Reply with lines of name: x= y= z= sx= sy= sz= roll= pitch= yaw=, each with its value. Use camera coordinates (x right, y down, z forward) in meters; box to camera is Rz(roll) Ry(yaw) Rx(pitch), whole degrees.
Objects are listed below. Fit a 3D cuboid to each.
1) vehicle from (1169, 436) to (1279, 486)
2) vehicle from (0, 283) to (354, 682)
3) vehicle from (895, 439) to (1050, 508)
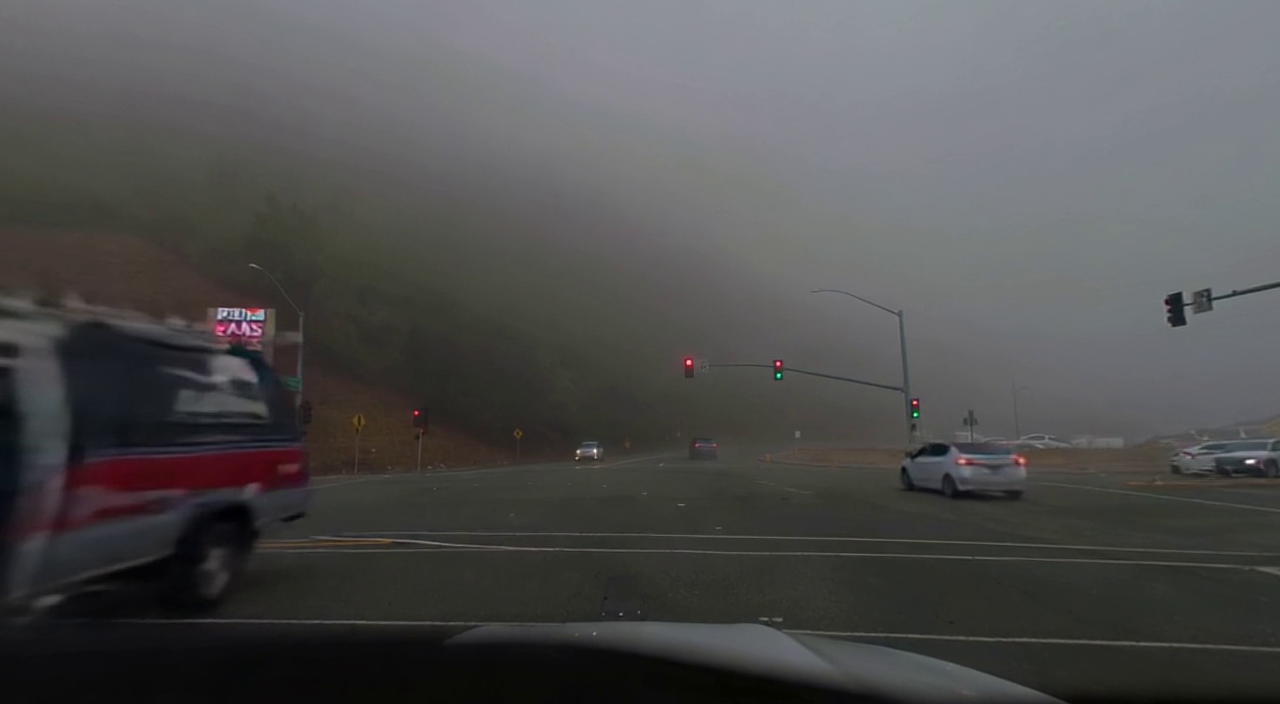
vehicle: x=25.064 y=4.466 z=26.042 sx=4.546 sy=1.944 sz=2.051 roll=1 pitch=-9 yaw=-5
vehicle: x=-4.927 y=0.984 z=5.146 sx=2.318 sy=2.325 sz=5.910 roll=0 pitch=-8 yaw=0
vehicle: x=9.850 y=3.587 z=19.135 sx=2.273 sy=1.839 sz=4.218 roll=0 pitch=-8 yaw=-2
